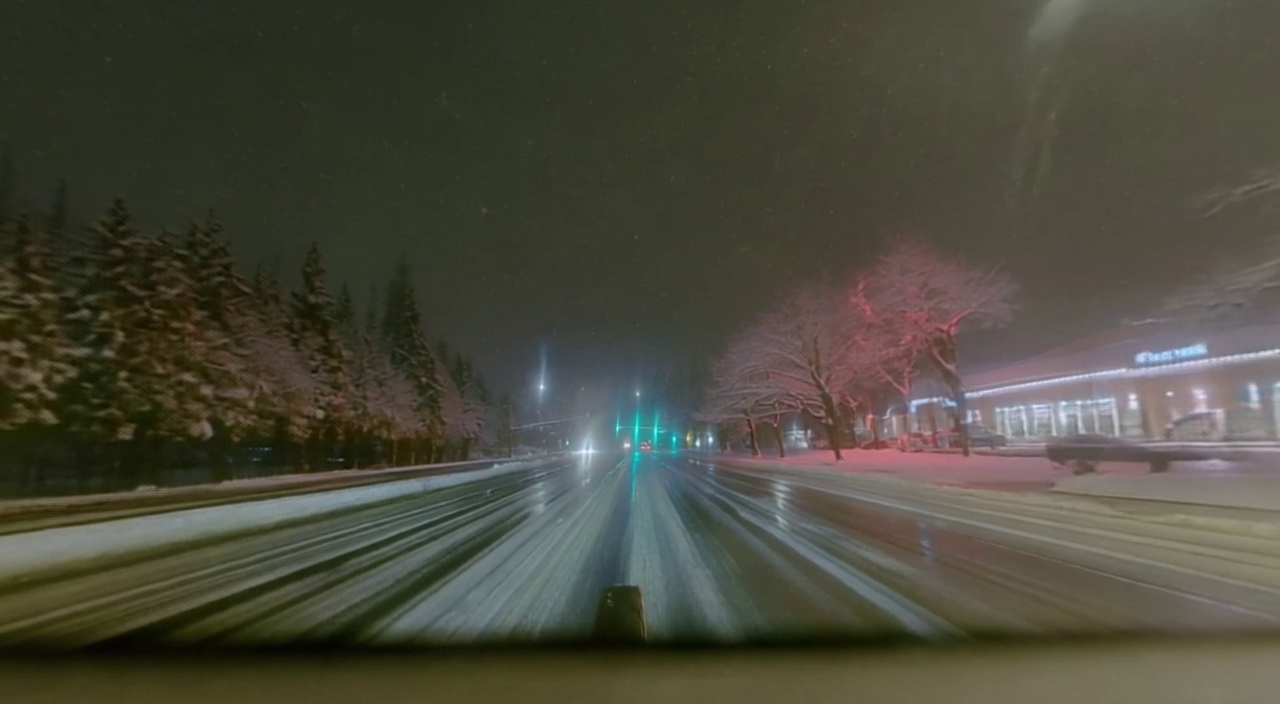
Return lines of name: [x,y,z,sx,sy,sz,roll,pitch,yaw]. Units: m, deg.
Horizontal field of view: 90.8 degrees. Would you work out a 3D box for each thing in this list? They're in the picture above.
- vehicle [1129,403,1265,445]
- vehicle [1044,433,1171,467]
vehicle: [37.764,4.933,42.977,6.780,2.760,2.228,-1,-8,2]
vehicle: [22.164,4.667,30.072,4.373,1.532,2.071,0,-8,-1]
